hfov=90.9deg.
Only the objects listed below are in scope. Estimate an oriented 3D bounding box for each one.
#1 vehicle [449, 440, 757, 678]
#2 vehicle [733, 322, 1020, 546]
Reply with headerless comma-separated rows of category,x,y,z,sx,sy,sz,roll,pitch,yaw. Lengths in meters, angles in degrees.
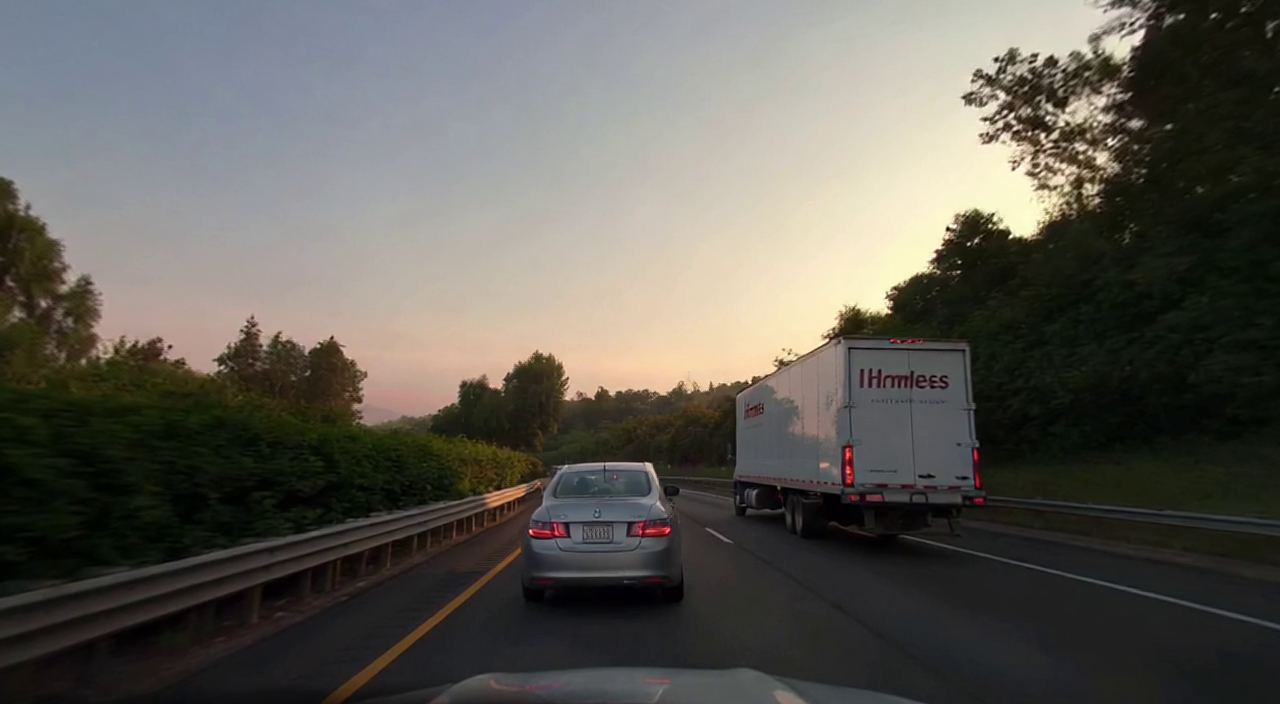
vehicle,-0.247,1.665,5.861,1.980,1.493,3.410,1,-11,0
vehicle,5.005,2.437,16.818,2.936,3.972,11.144,1,-11,-2
